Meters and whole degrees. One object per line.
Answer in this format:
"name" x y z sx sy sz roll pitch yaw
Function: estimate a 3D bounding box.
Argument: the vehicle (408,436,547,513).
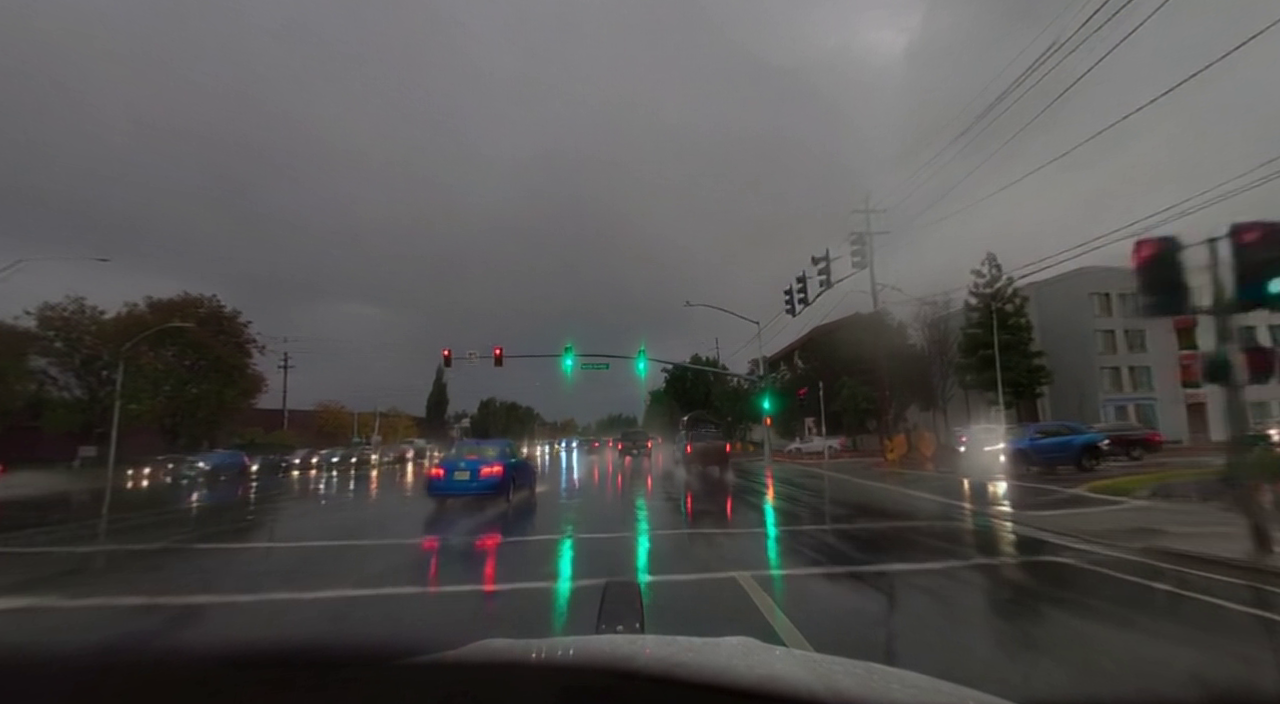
"vehicle" -3.560 2.760 14.794 1.939 1.494 4.499 0 -8 2

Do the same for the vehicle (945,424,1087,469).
"vehicle" 15.439 3.918 26.080 4.681 1.756 2.109 2 -9 -9

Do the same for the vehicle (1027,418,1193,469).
"vehicle" 17.390 3.419 23.474 4.782 1.768 2.152 2 -9 -11

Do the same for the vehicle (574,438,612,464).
"vehicle" -3.316 7.161 45.779 2.273 1.749 4.385 0 -8 2

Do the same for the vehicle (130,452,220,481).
"vehicle" -28.056 6.911 38.323 1.985 1.609 4.536 -1 -9 1

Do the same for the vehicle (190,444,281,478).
"vehicle" -24.438 6.601 38.411 2.224 1.759 4.994 -4 -9 0

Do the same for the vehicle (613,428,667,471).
"vehicle" 0.129 5.259 34.226 2.643 2.145 5.585 -1 -8 3

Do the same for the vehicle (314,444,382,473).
"vehicle" -17.996 6.547 39.179 1.958 1.683 4.559 -1 -8 2

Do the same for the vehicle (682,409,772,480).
"vehicle" 3.527 4.008 27.414 2.905 2.636 6.895 0 -8 0

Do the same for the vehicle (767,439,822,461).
"vehicle" 12.059 7.713 49.612 2.010 1.633 4.246 3 -9 -21
